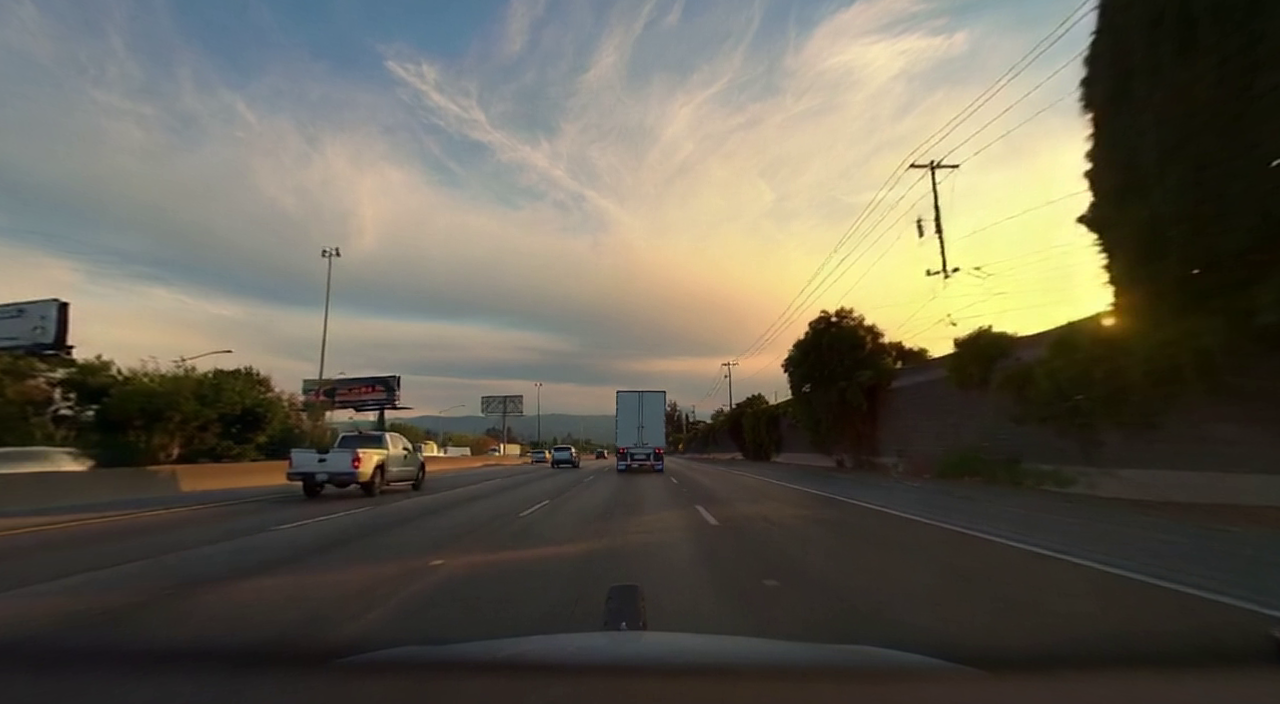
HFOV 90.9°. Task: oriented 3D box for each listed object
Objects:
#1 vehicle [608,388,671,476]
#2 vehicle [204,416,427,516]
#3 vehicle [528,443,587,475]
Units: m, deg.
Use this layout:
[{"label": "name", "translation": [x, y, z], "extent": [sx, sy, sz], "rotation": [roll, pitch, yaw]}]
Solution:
[{"label": "vehicle", "translation": [0.022, 4.459, 34.419], "extent": [2.879, 4.027, 11.243], "rotation": [0, -8, 1]}, {"label": "vehicle", "translation": [-7.350, 2.651, 15.307], "extent": [2.263, 1.936, 5.802], "rotation": [0, -8, 1]}, {"label": "vehicle", "translation": [-4.013, 5.309, 31.546], "extent": [2.138, 1.469, 4.677], "rotation": [0, -8, 2]}]
